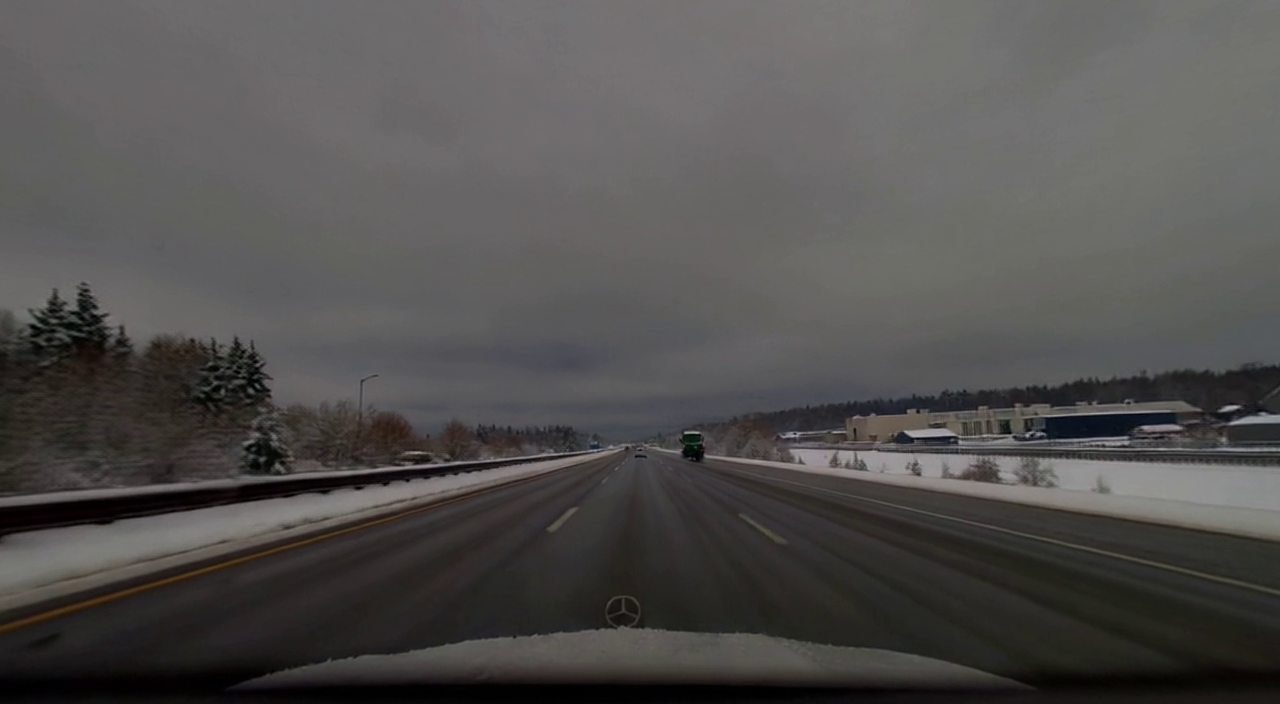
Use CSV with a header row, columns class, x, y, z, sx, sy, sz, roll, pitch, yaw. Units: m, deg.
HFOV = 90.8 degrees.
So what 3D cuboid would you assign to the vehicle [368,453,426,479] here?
class,x,y,z,sx,sy,sz,roll,pitch,yaw
vehicle,-14.983,7.025,39.216,1.905,1.458,4.181,0,-9,0
